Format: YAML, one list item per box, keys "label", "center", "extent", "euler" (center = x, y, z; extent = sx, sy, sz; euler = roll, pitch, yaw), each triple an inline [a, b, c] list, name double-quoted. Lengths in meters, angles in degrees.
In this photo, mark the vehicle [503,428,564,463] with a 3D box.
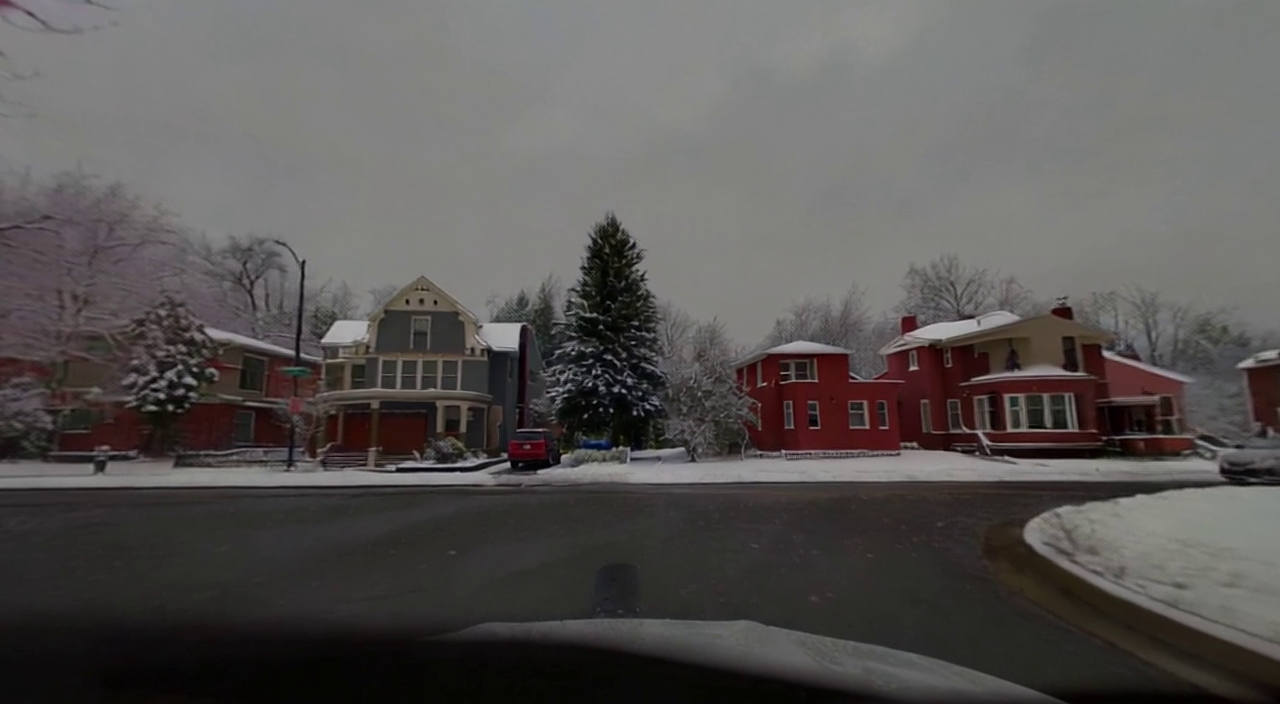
- label: "vehicle"
  center: [-4.792, 4.320, 29.032]
  extent: [1.968, 1.491, 4.486]
  euler: [0, -9, 1]
